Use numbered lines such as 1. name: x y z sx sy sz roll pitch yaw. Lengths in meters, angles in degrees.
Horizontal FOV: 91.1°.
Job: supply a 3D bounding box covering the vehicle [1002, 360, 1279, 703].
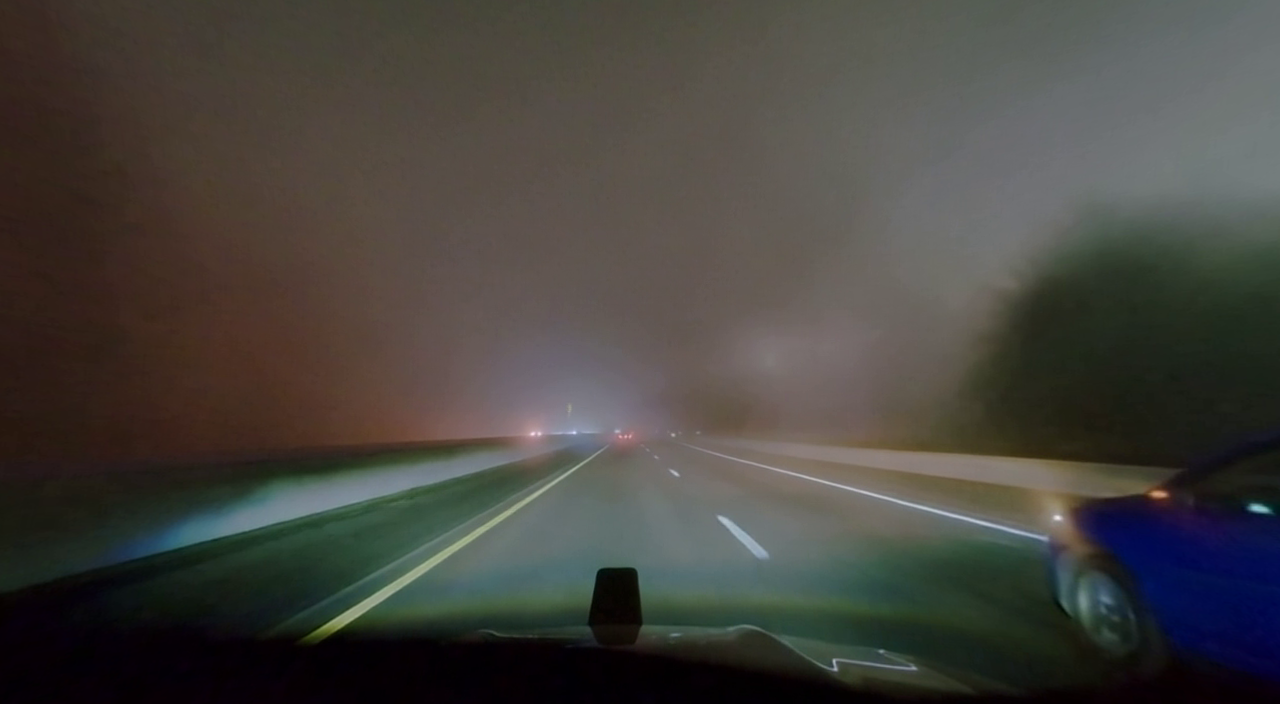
1. vehicle: 3.476 0.793 2.239 1.973 1.563 3.959 0 -8 0
